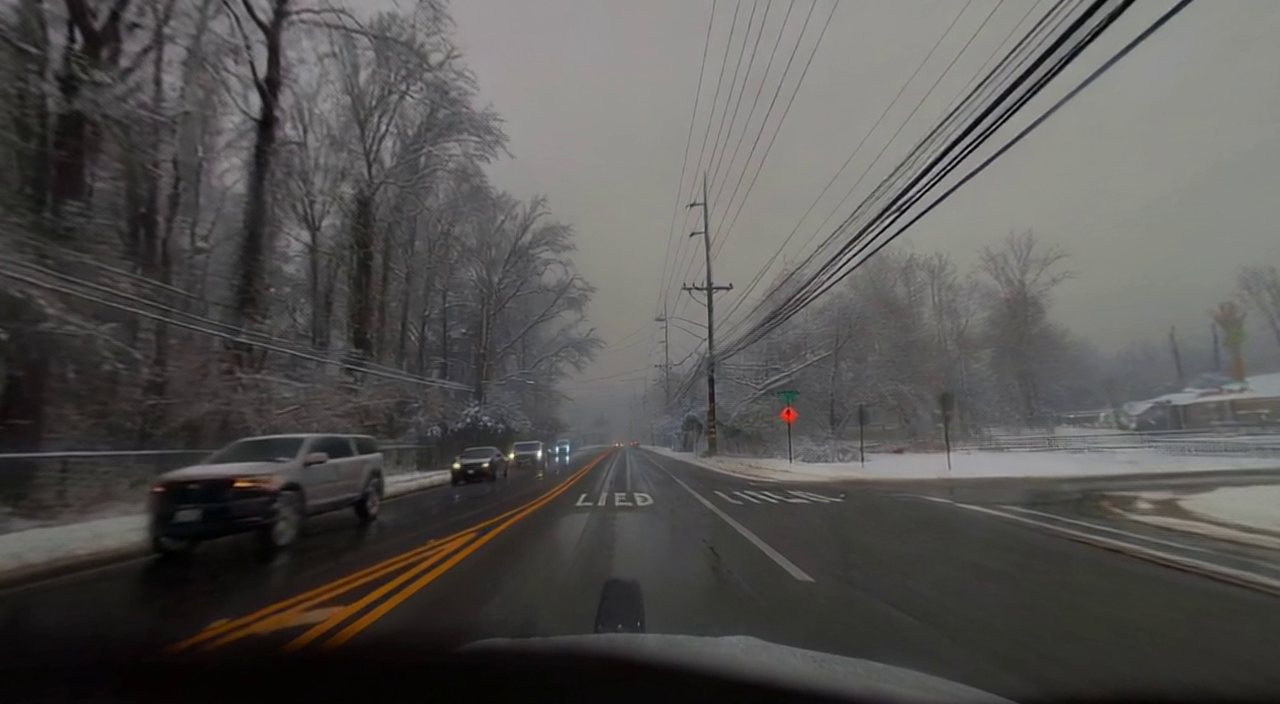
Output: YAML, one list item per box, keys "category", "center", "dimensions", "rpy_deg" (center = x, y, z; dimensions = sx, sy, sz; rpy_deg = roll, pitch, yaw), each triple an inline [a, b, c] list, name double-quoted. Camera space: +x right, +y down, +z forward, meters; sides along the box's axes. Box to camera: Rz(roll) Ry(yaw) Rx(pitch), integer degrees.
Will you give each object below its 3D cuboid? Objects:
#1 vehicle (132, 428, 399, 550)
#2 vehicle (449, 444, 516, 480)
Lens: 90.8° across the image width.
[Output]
- category: "vehicle"
  center: [-6.217, 2.290, 11.322]
  dimensions: [2.157, 1.711, 4.460]
  rpy_deg: [0, -9, -2]
- category: "vehicle"
  center: [-7.270, 5.129, 29.683]
  dimensions: [2.056, 1.516, 4.386]
  rpy_deg: [0, -9, 0]
